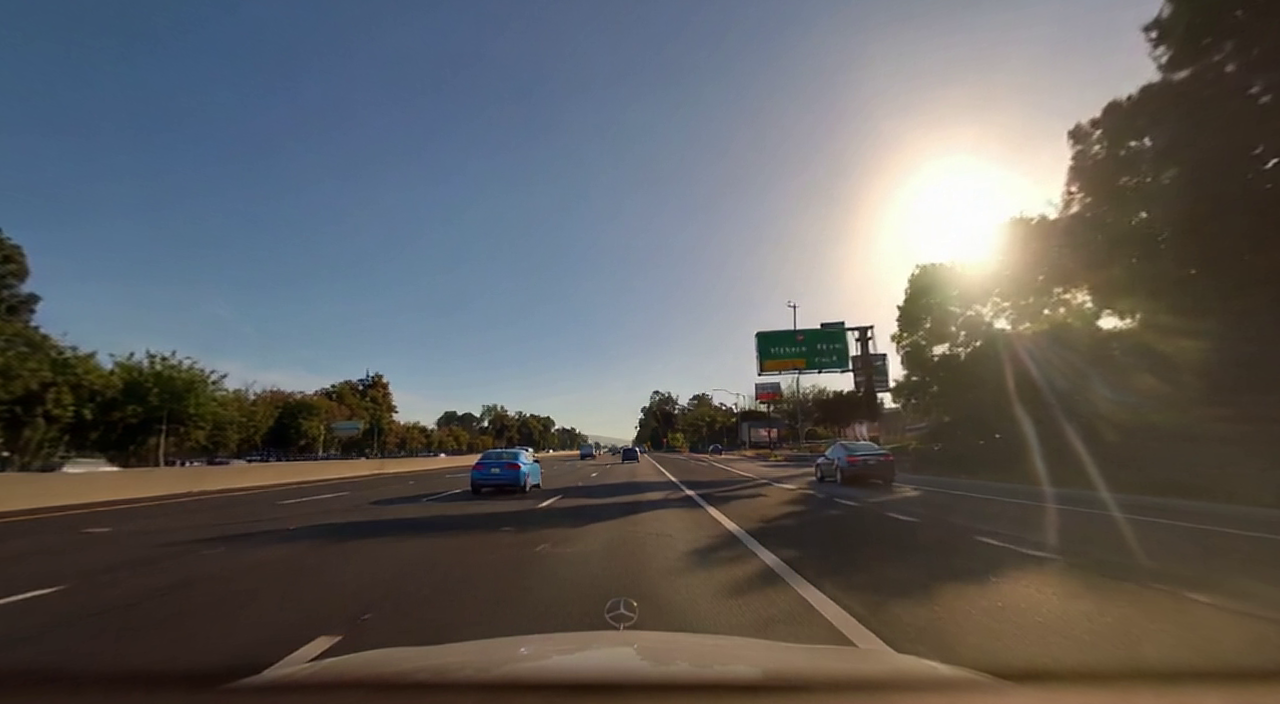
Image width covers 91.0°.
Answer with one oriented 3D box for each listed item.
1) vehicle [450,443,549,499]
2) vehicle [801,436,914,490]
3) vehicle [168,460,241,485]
[{"bbox_3d":[-4.296,3.705,20.044,2.071,1.553,4.388,0,-9,1],"label":"vehicle"},{"bbox_3d":[7.191,3.741,21.524,2.035,1.566,5.409,0,-9,1],"label":"vehicle"},{"bbox_3d":[-29.774,8.232,43.199,1.848,1.506,4.470,0,-9,0],"label":"vehicle"}]
